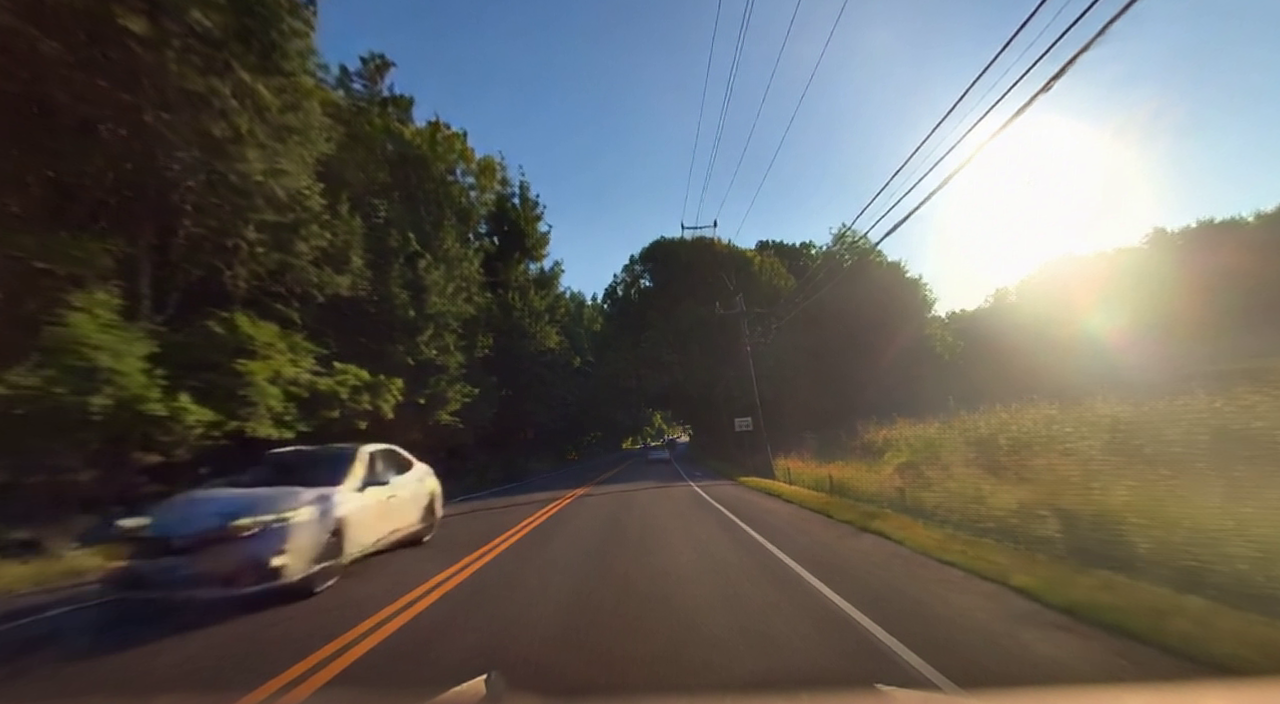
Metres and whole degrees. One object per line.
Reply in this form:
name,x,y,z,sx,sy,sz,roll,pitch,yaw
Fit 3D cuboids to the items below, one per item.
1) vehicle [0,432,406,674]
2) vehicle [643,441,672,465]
vehicle,-3.868,1.584,5.990,1.894,1.537,3.642,0,-9,0
vehicle,1.348,7.642,47.934,2.083,1.767,4.448,-1,-9,1
